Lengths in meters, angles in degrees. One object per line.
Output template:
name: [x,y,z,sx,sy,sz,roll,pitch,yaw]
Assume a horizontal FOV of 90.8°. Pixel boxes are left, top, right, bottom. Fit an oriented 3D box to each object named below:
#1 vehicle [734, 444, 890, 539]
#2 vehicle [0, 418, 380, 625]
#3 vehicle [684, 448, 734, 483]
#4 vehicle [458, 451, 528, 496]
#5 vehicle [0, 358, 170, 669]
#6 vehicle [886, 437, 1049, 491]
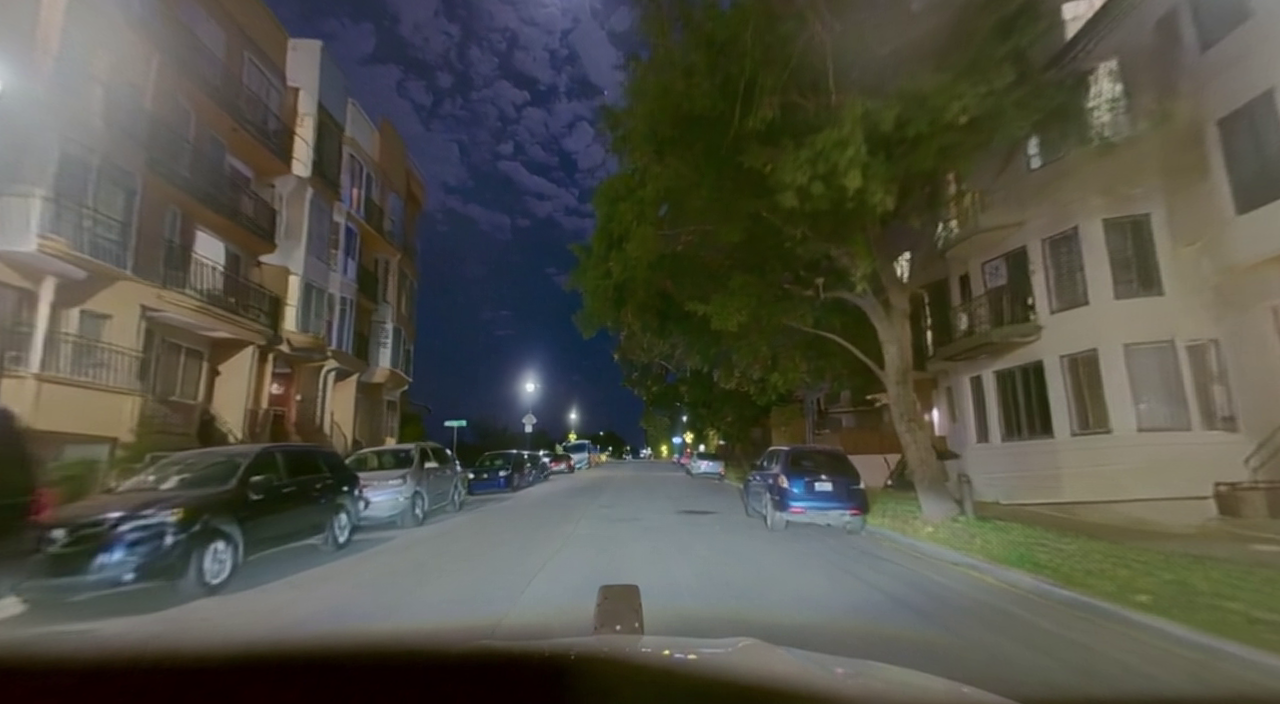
vehicle: [3.072,2.553,12.198,1.903,1.512,3.900,0,-8,0]
vehicle: [-5.352,1.905,8.071,1.934,1.810,4.687,-1,-9,2]
vehicle: [3.227,5.383,30.249,1.835,1.490,4.134,0,-9,-2]
vehicle: [-5.314,4.428,23.299,1.722,1.491,3.431,0,-8,0]
vehicle: [-5.377,0.904,2.823,2.196,2.059,5.748,-2,-8,-1]
vehicle: [10.074,3.467,19.705,4.001,1.594,1.914,0,-8,1]
